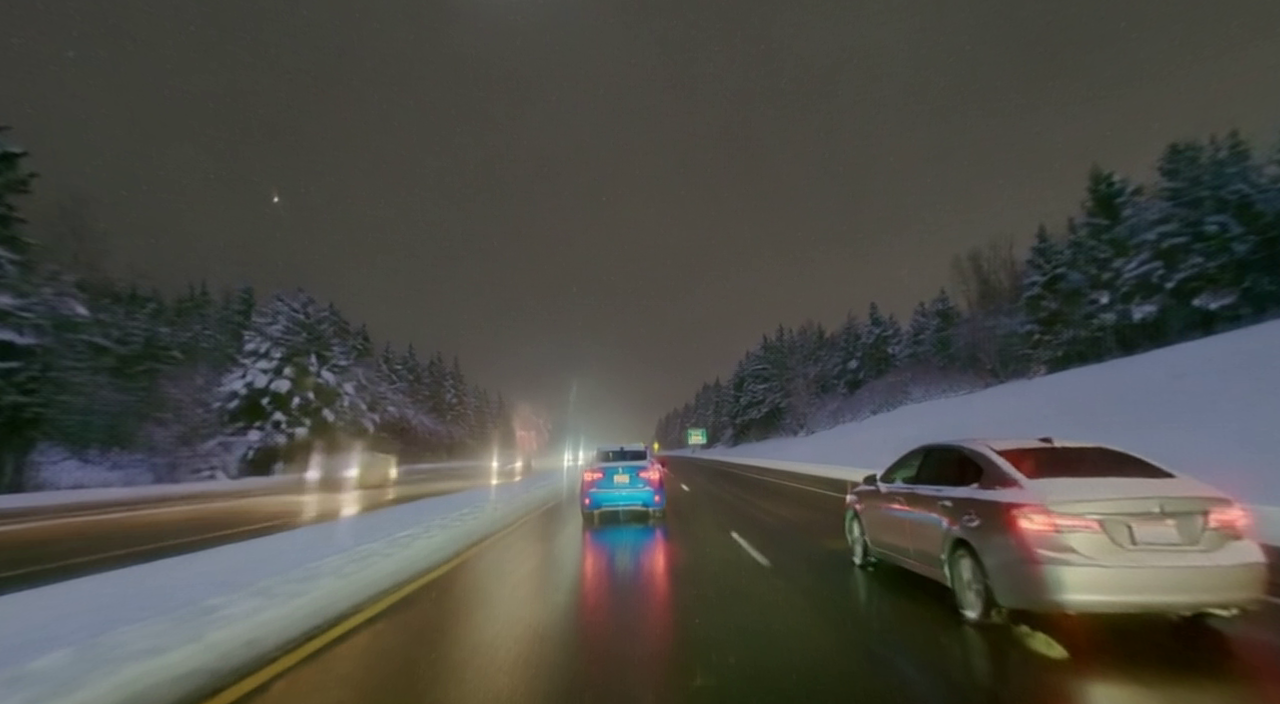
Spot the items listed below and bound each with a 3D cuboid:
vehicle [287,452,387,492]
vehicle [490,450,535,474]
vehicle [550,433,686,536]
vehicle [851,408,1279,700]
[{"bbox_3d":[-13.176,5.214,27.596,1.907,1.566,4.287,-1,-9,6],"label":"vehicle"},{"bbox_3d":[-8.901,7.685,44.088,1.925,1.558,4.069,-2,-9,7],"label":"vehicle"},{"bbox_3d":[-0.392,2.381,11.867,2.083,1.548,4.251,0,-9,-1],"label":"vehicle"},{"bbox_3d":[3.598,1.382,5.434,2.021,1.533,4.014,0,-9,-2],"label":"vehicle"}]
